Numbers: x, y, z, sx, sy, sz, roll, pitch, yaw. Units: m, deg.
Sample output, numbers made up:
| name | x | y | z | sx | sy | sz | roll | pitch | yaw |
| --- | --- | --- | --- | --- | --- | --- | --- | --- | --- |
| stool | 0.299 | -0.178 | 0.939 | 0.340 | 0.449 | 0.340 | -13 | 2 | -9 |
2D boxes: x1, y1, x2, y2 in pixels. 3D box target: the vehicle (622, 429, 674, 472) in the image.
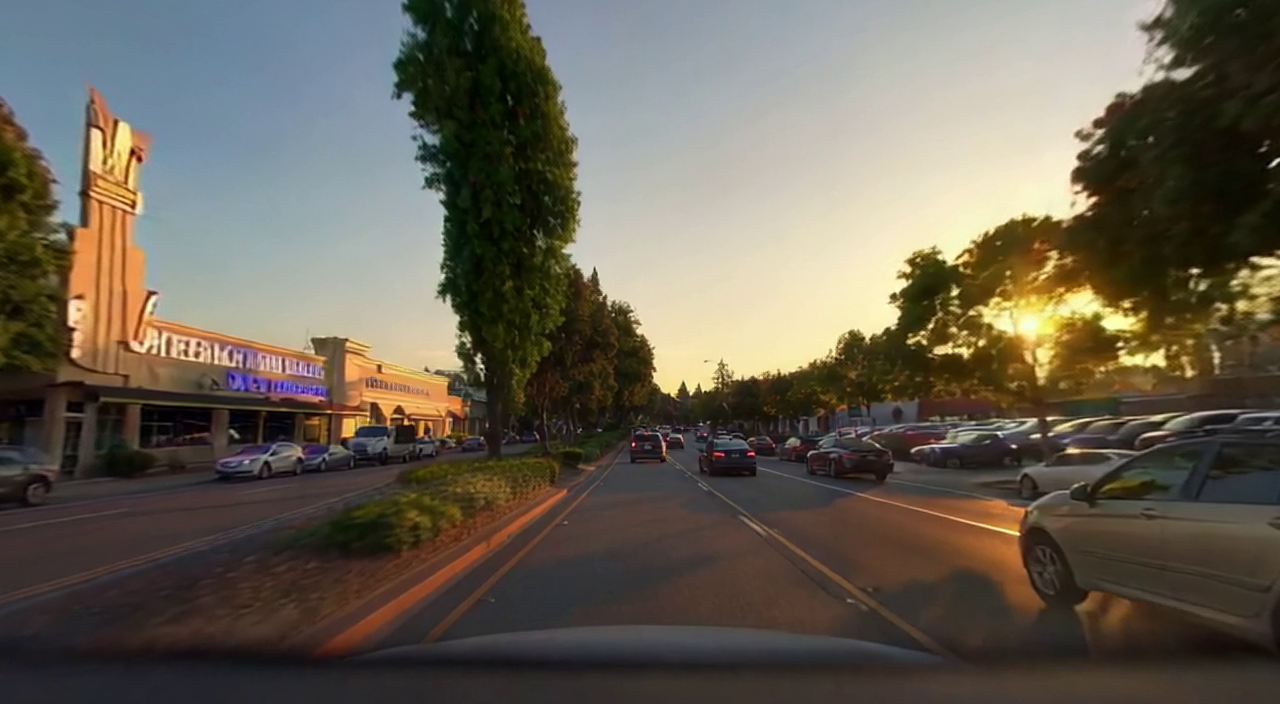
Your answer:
| name | x | y | z | sx | sy | sz | roll | pitch | yaw |
| --- | --- | --- | --- | --- | --- | --- | --- | --- | --- |
| vehicle | 0.331 | 4.263 | 27.283 | 2.098 | 1.682 | 3.778 | 0 | -8 | 1 |

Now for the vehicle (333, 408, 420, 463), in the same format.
| name | x | y | z | sx | sy | sz | roll | pitch | yaw |
| --- | --- | --- | --- | --- | --- | --- | --- | --- | --- |
| vehicle | -18.629 | 6.039 | 45.013 | 2.811 | 3.604 | 7.566 | 0 | -8 | 1 |

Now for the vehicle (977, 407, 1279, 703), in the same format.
| name | x | y | z | sx | sy | sz | roll | pitch | yaw |
| --- | --- | --- | --- | --- | --- | --- | --- | --- | --- |
| vehicle | 3.781 | 1.009 | 2.930 | 1.908 | 1.463 | 4.506 | 0 | -8 | 0 |

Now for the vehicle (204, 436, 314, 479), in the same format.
| name | x | y | z | sx | sy | sz | roll | pitch | yaw |
| --- | --- | --- | --- | --- | --- | --- | --- | --- | --- |
| vehicle | -18.972 | 5.257 | 31.621 | 2.286 | 1.968 | 5.350 | 0 | -8 | -2 |

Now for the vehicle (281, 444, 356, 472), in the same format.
| name | x | y | z | sx | sy | sz | roll | pitch | yaw |
| --- | --- | --- | --- | --- | --- | --- | --- | --- | --- |
| vehicle | -18.852 | 6.216 | 37.146 | 1.883 | 1.488 | 5.224 | 0 | -8 | -2 |

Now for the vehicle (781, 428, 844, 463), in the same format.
| name | x | y | z | sx | sy | sz | roll | pitch | yaw |
| --- | --- | --- | --- | --- | --- | --- | --- | --- | --- |
| vehicle | 10.481 | 5.769 | 38.687 | 2.318 | 1.974 | 5.282 | 0 | -8 | 0 |

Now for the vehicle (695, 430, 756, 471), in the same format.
| name | x | y | z | sx | sy | sz | roll | pitch | yaw |
| --- | --- | --- | --- | --- | --- | --- | --- | --- | --- |
| vehicle | 3.697 | 4.364 | 27.925 | 2.115 | 1.692 | 4.189 | 0 | -8 | 0 |

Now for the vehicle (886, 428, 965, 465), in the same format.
| name | x | y | z | sx | sy | sz | roll | pitch | yaw |
| --- | --- | --- | --- | --- | --- | --- | --- | --- | --- |
| vehicle | 15.279 | 5.096 | 33.966 | 2.012 | 1.817 | 4.970 | 0 | -8 | 1 |
